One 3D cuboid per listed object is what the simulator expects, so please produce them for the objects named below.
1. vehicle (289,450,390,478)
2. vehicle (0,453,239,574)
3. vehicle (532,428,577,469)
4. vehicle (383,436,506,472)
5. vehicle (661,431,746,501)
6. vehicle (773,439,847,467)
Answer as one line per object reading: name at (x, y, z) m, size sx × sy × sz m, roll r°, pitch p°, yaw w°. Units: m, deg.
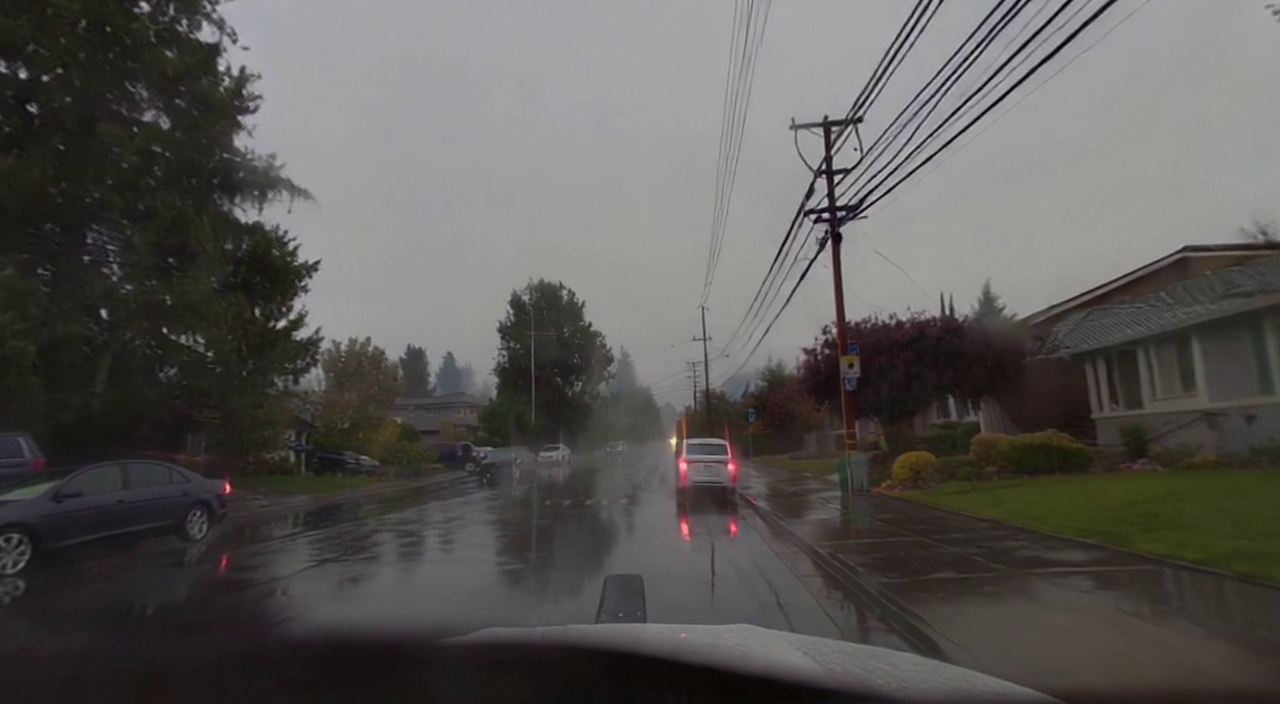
vehicle at (-15.981, 5.980, 33.726) m, size 4.481 × 1.420 × 1.712 m, roll 0°, pitch -9°, yaw 0°
vehicle at (-8.760, 2.300, 9.692) m, size 1.968 × 1.449 × 4.502 m, roll -1°, pitch -9°, yaw 5°
vehicle at (-6.354, 7.290, 47.760) m, size 2.199 × 2.902 × 5.848 m, roll -1°, pitch -9°, yaw 4°
vehicle at (-11.536, 6.058, 37.577) m, size 6.488 × 2.009 × 2.354 m, roll -1°, pitch -9°, yaw 4°
vehicle at (1.593, 2.837, 16.031) m, size 1.908 × 1.572 × 3.105 m, roll -1°, pitch -9°, yaw 6°
vehicle at (10.407, 6.192, 38.869) m, size 4.075 × 1.674 × 1.811 m, roll -1°, pitch -9°, yaw 5°
